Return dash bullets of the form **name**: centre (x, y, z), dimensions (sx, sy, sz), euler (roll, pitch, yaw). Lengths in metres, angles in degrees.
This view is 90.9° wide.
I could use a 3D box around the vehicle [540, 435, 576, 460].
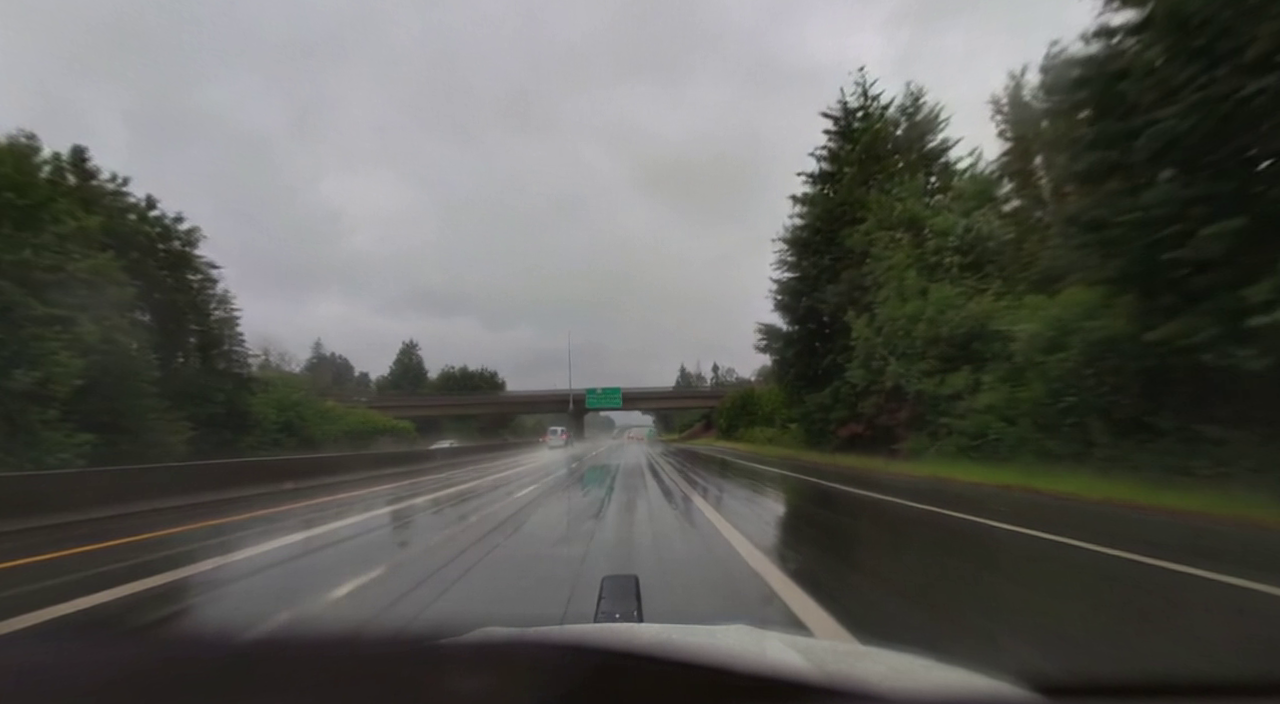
- **vehicle**: centre (-5.141, 6.045, 40.013), dimensions (1.871, 1.489, 4.093), euler (0, -8, -1)
